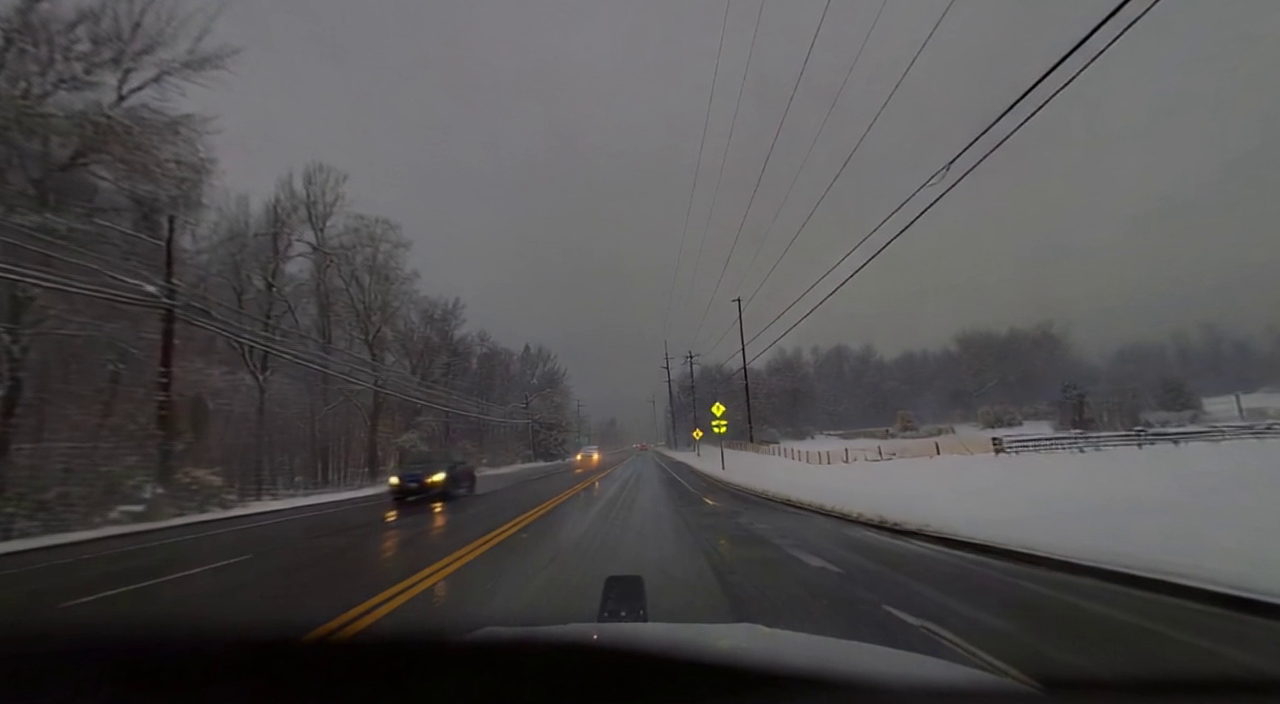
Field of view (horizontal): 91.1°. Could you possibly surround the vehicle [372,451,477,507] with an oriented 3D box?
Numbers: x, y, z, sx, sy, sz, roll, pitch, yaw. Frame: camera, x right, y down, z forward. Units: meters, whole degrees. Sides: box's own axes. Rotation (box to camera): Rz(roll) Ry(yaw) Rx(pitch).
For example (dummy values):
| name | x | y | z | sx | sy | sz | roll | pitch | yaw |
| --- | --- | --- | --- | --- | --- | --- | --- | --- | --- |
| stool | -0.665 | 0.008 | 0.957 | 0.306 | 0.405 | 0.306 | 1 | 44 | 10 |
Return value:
| name | x | y | z | sx | sy | sz | roll | pitch | yaw |
| --- | --- | --- | --- | --- | --- | --- | --- | --- | --- |
| vehicle | -7.518 | 4.433 | 22.429 | 2.140 | 1.621 | 4.776 | -3 | -8 | -1 |
